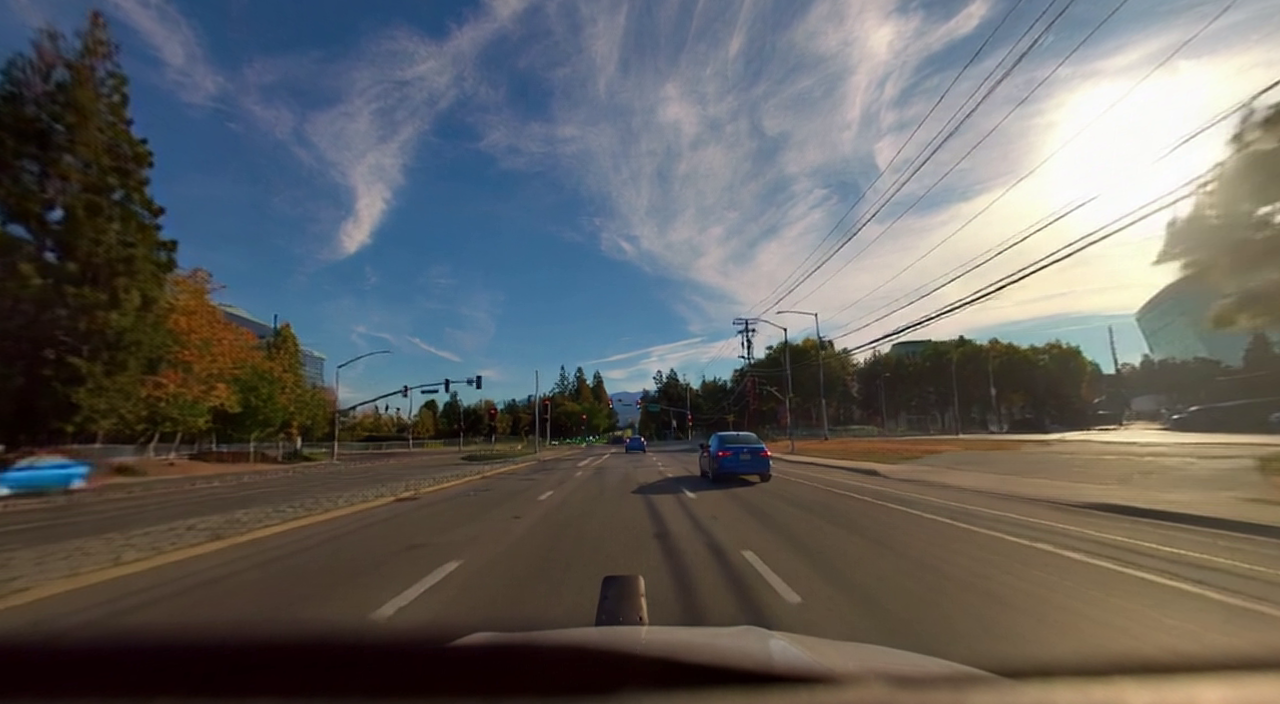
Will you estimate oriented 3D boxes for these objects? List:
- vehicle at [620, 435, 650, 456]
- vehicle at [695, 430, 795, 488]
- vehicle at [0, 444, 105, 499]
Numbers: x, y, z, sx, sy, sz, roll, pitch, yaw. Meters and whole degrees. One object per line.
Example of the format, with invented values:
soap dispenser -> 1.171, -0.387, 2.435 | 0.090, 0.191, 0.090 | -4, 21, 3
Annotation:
vehicle -> -0.374, 6.819, 45.958 | 2.110, 1.466, 3.860 | 0, -8, -1
vehicle -> 2.830, 3.001, 18.095 | 2.004, 1.448, 4.263 | 0, -8, -2
vehicle -> -22.049, 4.208, 22.560 | 1.946, 1.787, 4.469 | 0, -8, -1
